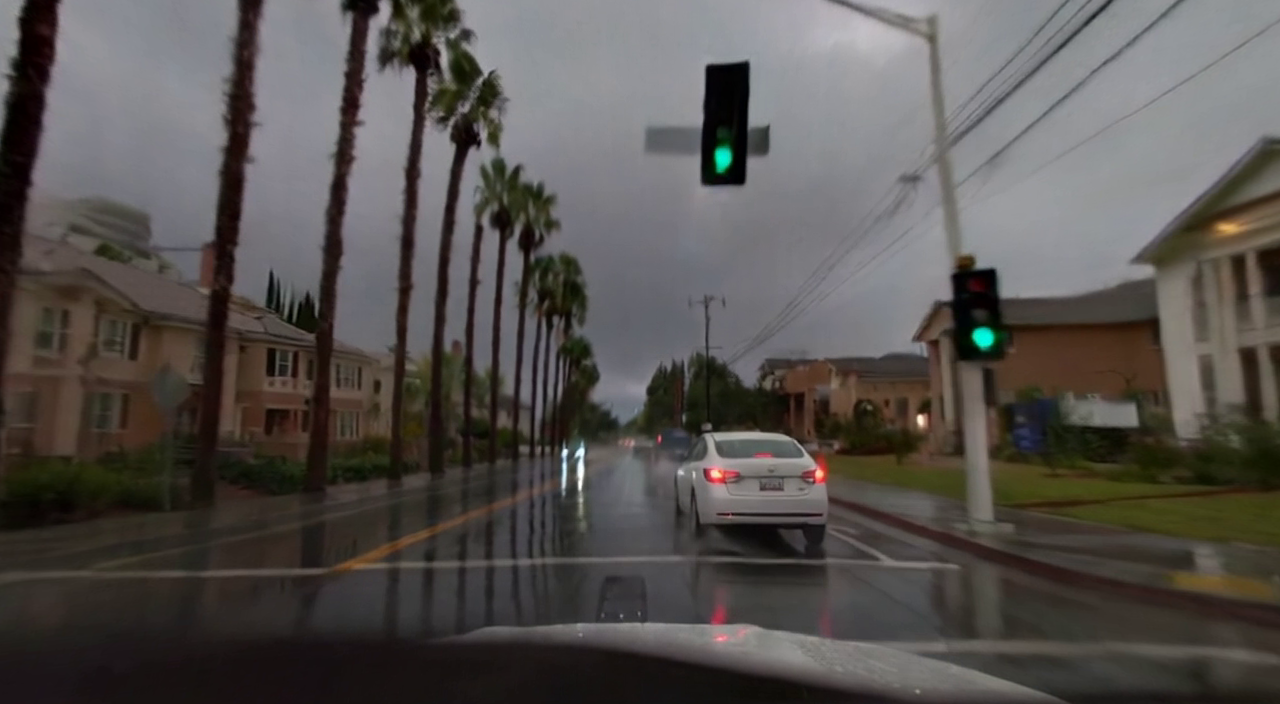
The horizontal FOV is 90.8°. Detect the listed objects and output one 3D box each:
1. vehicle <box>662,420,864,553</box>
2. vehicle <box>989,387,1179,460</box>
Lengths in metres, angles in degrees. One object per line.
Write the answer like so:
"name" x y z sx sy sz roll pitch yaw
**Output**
"vehicle" 1.537 1.938 9.806 2.096 1.552 4.519 1 -9 -2
"vehicle" 17.677 2.881 25.416 5.880 2.540 2.003 -3 -6 2
